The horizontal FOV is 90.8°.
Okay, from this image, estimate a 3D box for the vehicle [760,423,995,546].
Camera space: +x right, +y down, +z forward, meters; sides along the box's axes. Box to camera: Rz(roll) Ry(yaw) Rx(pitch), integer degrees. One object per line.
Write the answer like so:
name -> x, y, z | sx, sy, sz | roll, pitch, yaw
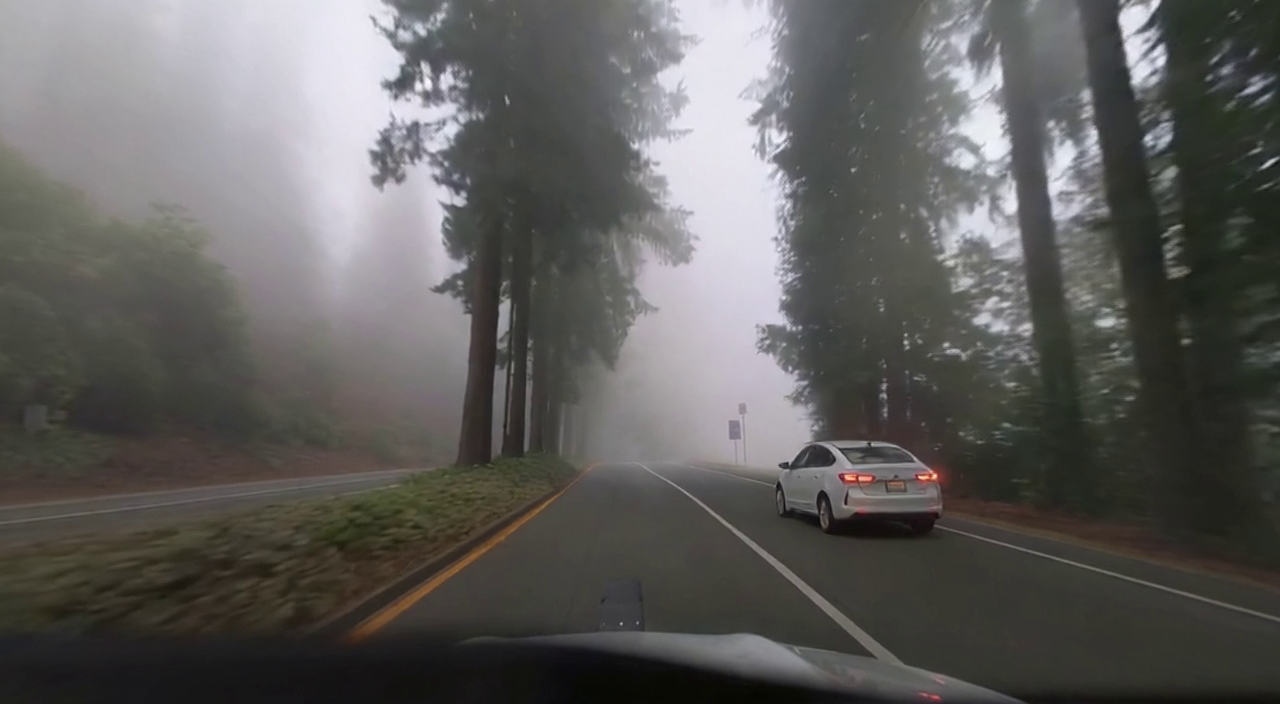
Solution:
vehicle -> 3.526, 2.071, 10.557 | 2.060, 1.584, 4.592 | 0, -9, -1
